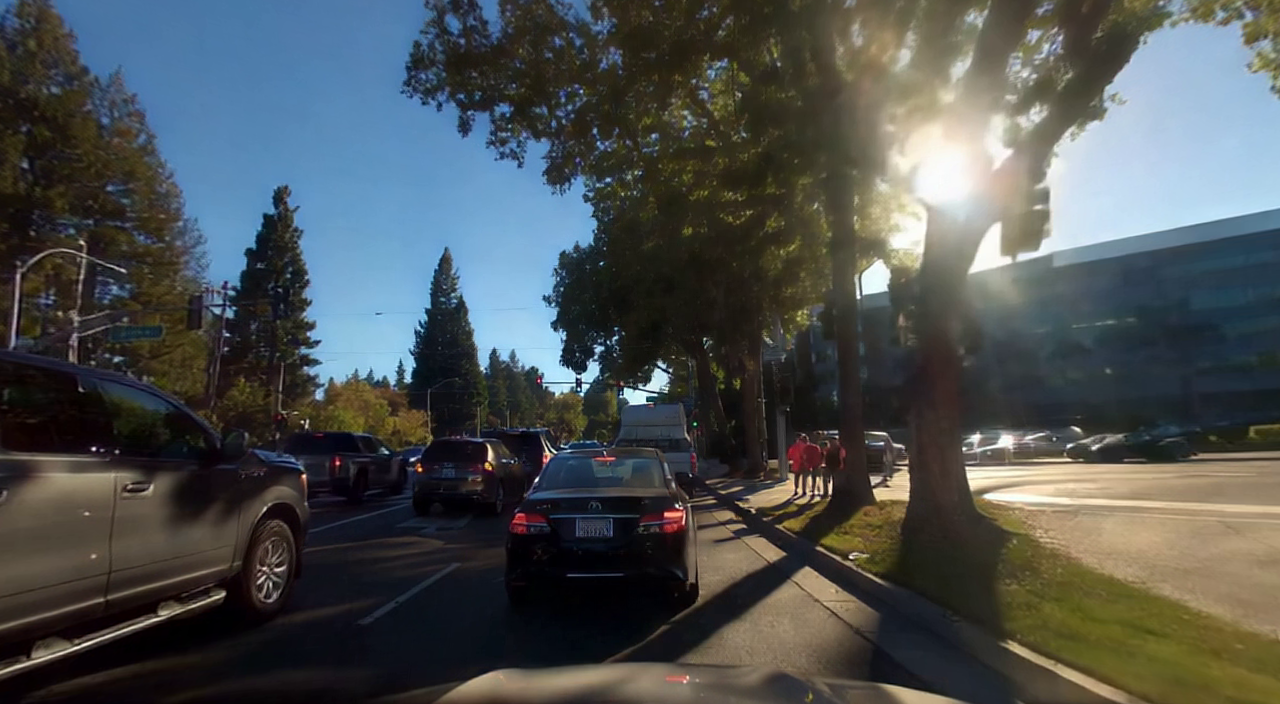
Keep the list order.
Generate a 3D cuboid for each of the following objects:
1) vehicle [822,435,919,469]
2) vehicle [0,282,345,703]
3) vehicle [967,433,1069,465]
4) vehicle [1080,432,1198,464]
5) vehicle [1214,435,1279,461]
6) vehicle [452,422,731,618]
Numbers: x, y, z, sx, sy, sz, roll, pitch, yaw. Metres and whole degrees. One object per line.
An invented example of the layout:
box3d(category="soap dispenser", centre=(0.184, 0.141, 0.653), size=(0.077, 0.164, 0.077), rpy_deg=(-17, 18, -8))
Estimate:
box3d(category="vehicle", centre=(12.211, 5.332, 33.626), size=(4.394, 1.724, 1.886), rpy_deg=(0, -9, 1))
box3d(category="vehicle", centre=(-3.685, 0.751, 2.825), size=(2.202, 1.961, 4.980), rpy_deg=(0, -9, 1))
box3d(category="vehicle", centre=(21.946, 5.647, 36.719), size=(4.529, 1.786, 2.110), rpy_deg=(0, -9, 2))
box3d(category="vehicle", centre=(28.959, 5.574, 36.708), size=(4.967, 1.794, 2.044), rpy_deg=(0, -9, 2))
box3d(category="vehicle", centre=(36.267, 5.503, 36.151), size=(4.643, 1.464, 1.840), rpy_deg=(-1, -9, 3))
box3d(category="vehicle", centre=(-0.379, 1.631, 7.149), size=(2.144, 1.497, 4.446), rpy_deg=(0, -9, 0))
